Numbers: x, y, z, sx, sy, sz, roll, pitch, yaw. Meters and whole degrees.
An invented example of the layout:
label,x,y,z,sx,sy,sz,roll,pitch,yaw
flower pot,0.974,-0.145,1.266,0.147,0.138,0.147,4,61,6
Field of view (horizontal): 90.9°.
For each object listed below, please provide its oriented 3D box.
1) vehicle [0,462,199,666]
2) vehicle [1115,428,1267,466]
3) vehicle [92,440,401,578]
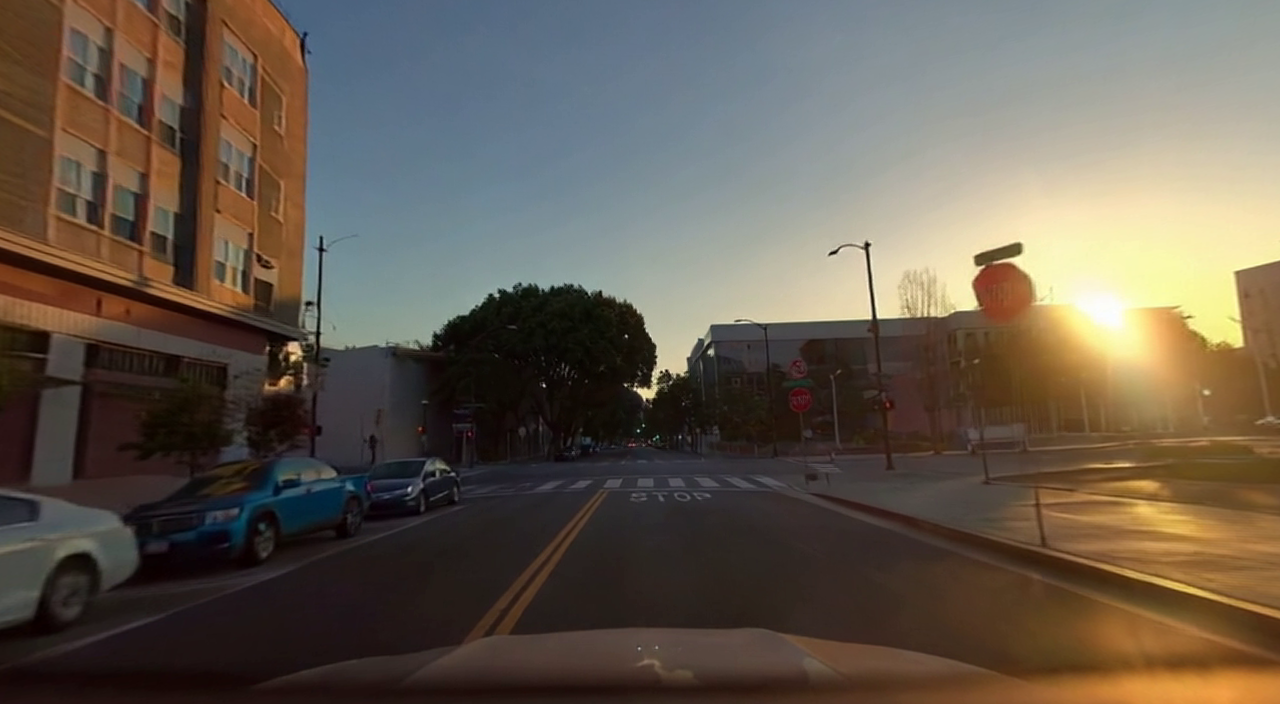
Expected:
label,x,y,z,sx,sy,sz,roll,pitch,yaw
vehicle,-5.710,1.528,4.285,2.131,1.407,4.547,0,-8,0
vehicle,22.378,3.878,25.726,4.347,1.476,1.926,0,-9,0
vehicle,-5.606,2.229,9.908,1.901,1.631,4.570,0,-8,0
